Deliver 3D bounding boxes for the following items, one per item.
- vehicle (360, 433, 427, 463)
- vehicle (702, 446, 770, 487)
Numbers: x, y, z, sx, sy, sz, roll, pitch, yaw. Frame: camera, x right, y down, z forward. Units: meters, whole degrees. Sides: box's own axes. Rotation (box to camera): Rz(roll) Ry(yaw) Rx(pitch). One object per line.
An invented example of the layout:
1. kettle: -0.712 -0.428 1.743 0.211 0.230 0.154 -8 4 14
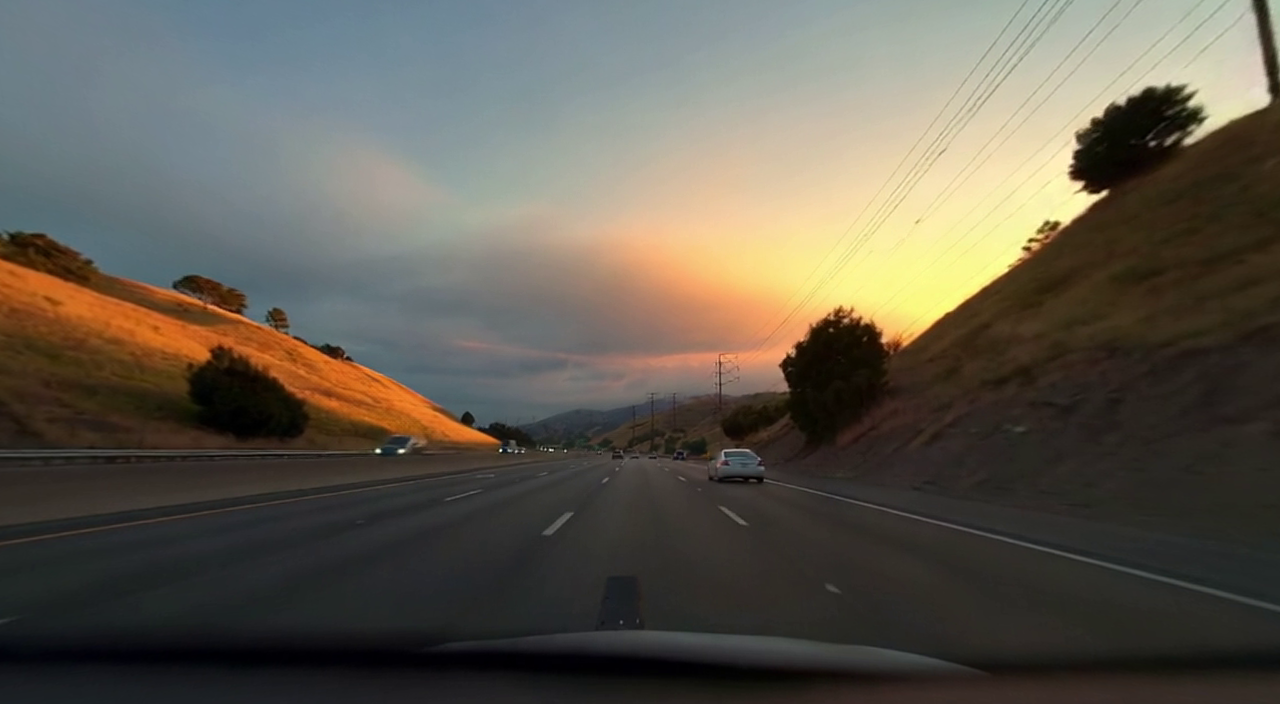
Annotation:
1. vehicle: -14.433 5.662 37.187 1.886 1.632 4.799 0 -9 1
2. vehicle: 3.864 4.677 26.114 2.086 1.542 4.355 0 -8 0
